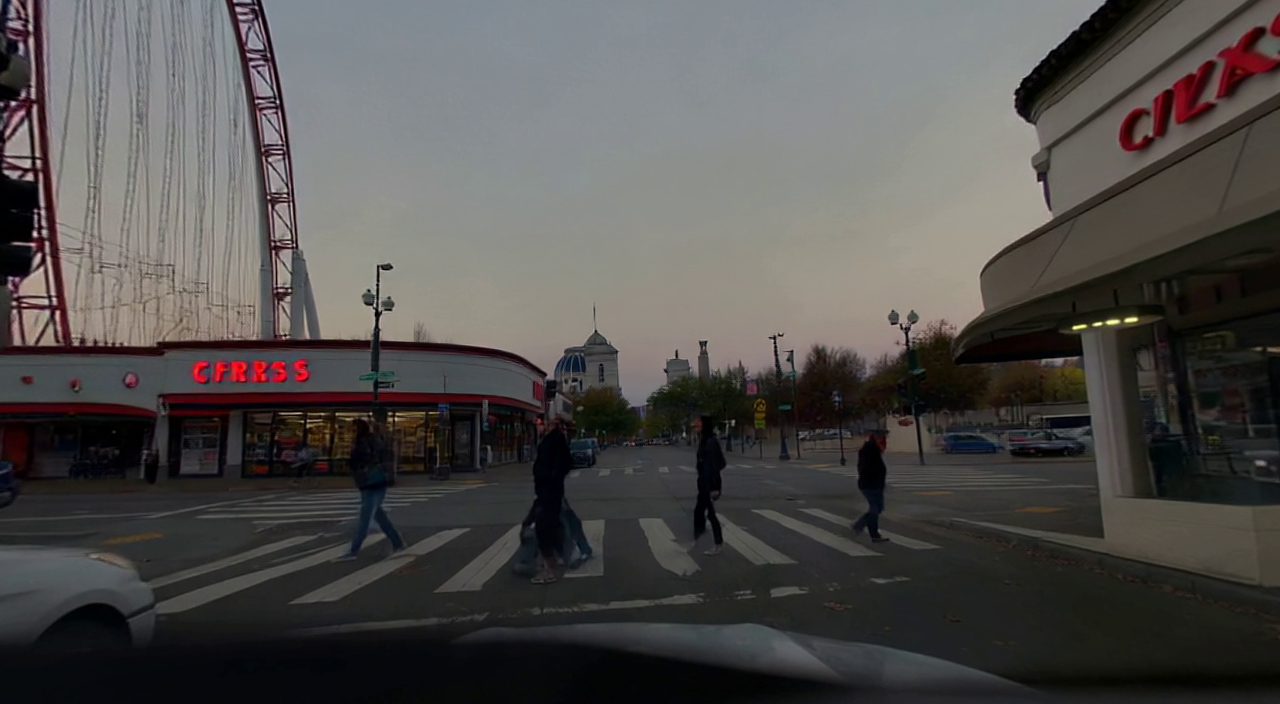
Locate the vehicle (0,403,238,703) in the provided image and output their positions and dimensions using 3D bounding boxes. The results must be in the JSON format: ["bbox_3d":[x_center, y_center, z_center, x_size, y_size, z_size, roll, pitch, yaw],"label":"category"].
[{"bbox_3d":[-3.366,0.787,1.188,1.940,1.505,4.676,-1,-9,3],"label":"vehicle"}]

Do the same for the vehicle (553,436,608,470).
[{"bbox_3d":[-3.914,6.401,40.240,2.549,2.000,5.699,2,-9,-15],"label":"vehicle"}]
